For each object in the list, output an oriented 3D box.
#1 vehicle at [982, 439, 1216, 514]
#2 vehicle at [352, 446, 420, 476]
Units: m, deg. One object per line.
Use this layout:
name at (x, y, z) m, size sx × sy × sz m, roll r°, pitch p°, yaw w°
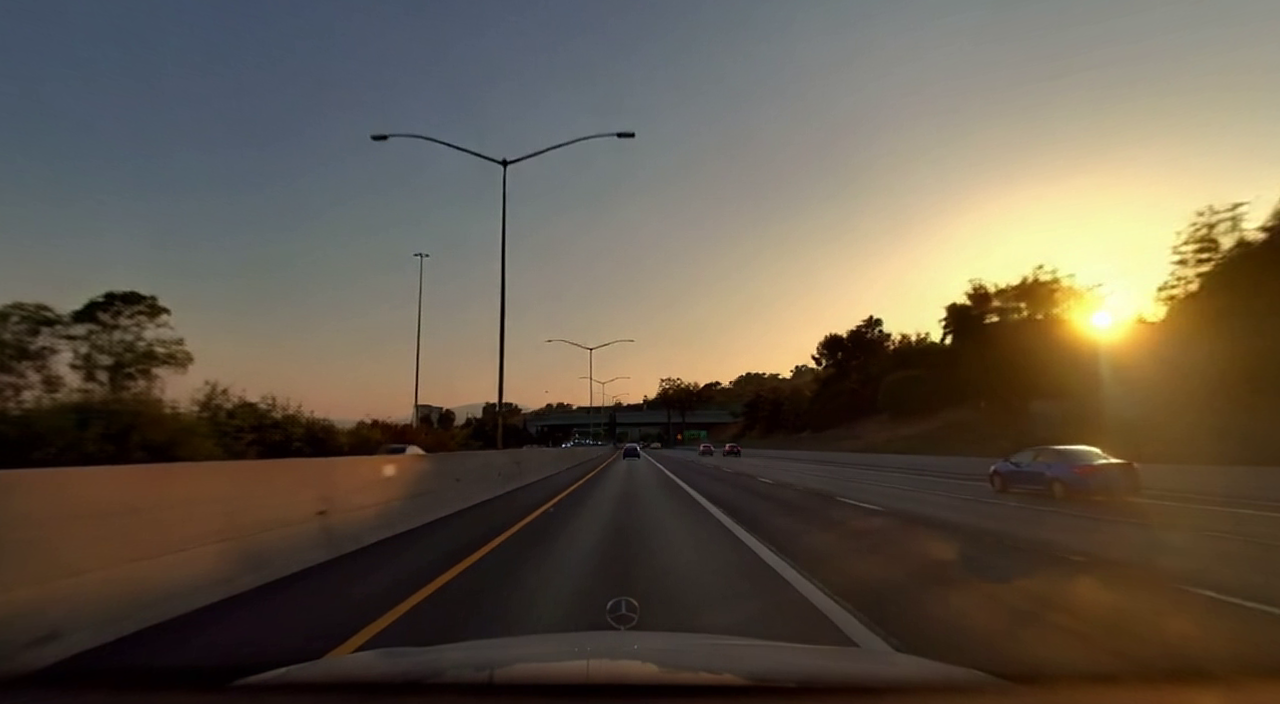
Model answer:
vehicle at (10.711, 2.882, 15.340) m, size 2.024 × 1.481 × 4.747 m, roll 1°, pitch -8°, yaw -2°
vehicle at (-14.691, 6.314, 36.896) m, size 2.013 × 1.529 × 4.916 m, roll 0°, pitch -8°, yaw -1°
